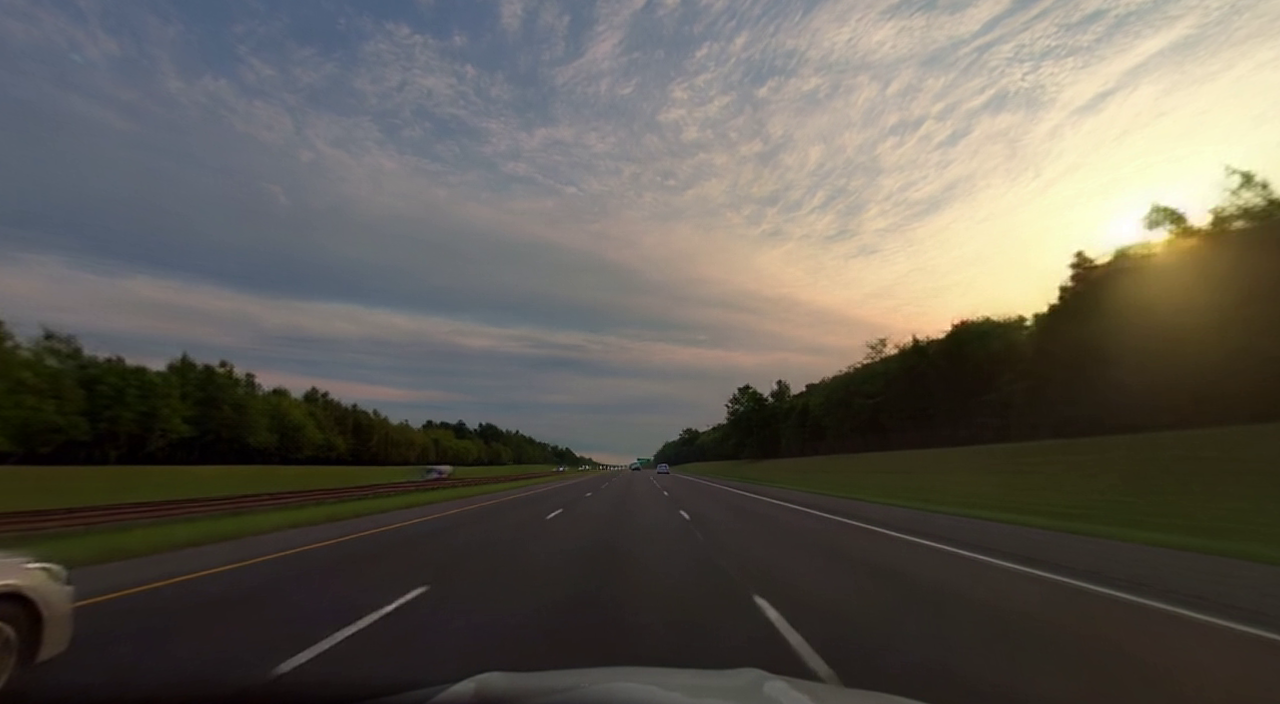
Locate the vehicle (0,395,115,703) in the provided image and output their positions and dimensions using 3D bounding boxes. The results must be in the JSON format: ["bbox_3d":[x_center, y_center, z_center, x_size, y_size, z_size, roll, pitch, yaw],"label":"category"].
[{"bbox_3d":[-3.989,0.657,1.106,1.928,1.593,4.871,1,-10,-1],"label":"vehicle"}]

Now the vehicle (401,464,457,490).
[{"bbox_3d":[-12.827,7.658,38.638,1.898,1.453,4.393,1,-10,0],"label":"vehicle"}]
